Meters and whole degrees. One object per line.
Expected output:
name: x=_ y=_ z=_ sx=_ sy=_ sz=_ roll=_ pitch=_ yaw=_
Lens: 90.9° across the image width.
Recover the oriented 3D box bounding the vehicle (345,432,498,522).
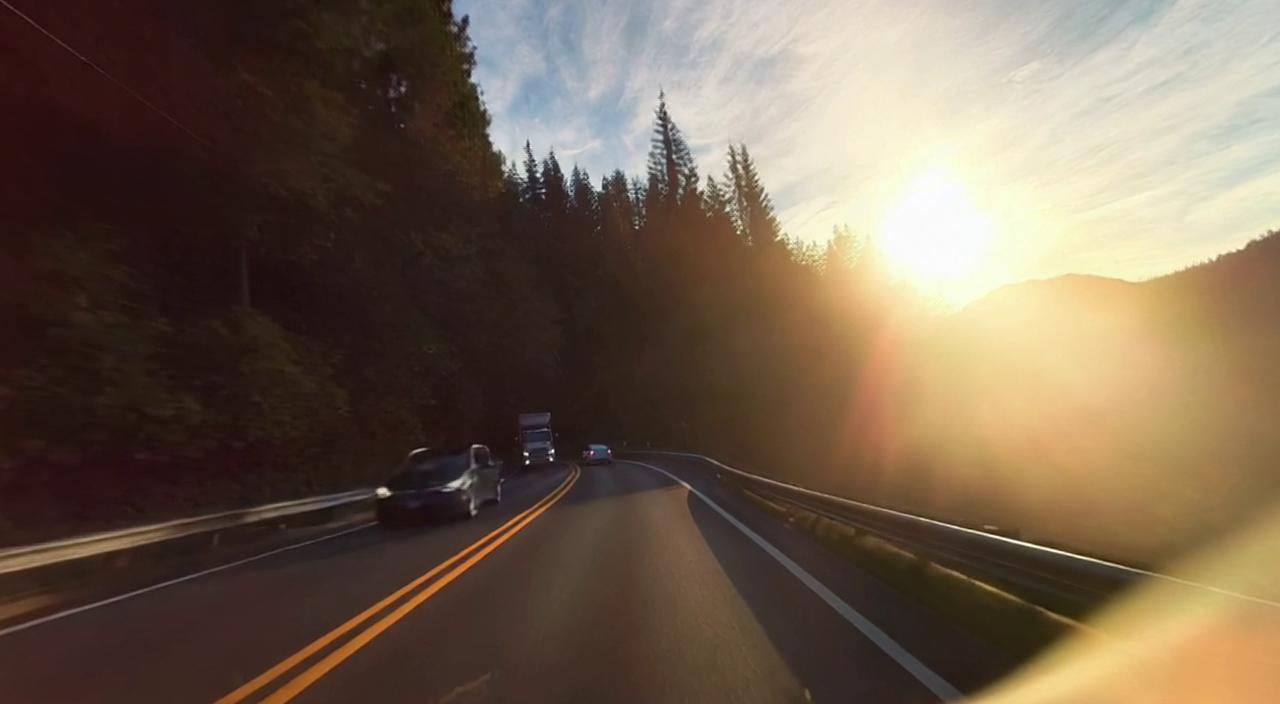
vehicle: x=-5.138 y=2.976 z=15.701 sx=2.319 sy=1.864 sz=4.569 roll=0 pitch=-8 yaw=-2

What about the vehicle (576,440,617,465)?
vehicle: x=-2.908 y=6.560 z=41.349 sx=2.120 sy=1.491 sz=4.349 roll=1 pitch=-8 yaw=-11
